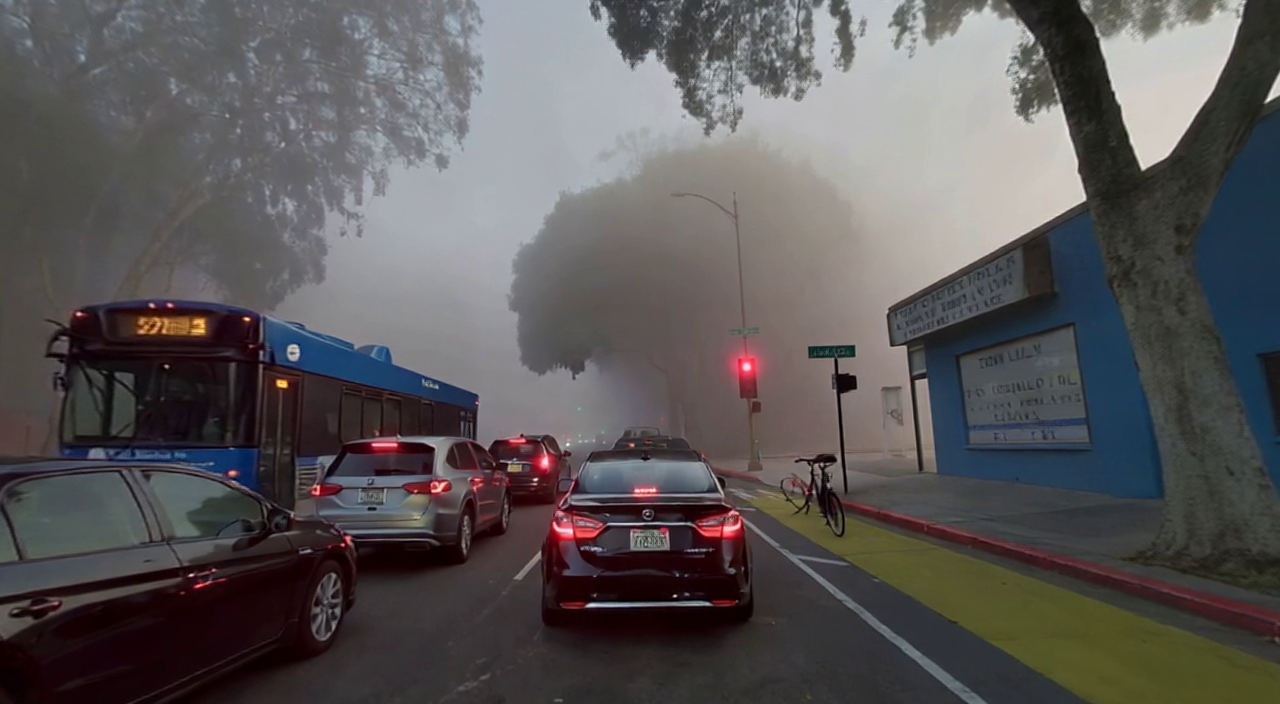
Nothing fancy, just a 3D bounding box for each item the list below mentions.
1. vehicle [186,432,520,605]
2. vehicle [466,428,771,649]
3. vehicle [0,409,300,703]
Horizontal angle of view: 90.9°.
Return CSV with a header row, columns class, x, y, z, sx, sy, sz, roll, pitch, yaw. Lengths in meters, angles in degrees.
class,x,y,z,sx,sy,sz,roll,pitch,yaw
vehicle,-2.922,1.772,7.734,1.944,1.481,4.385,0,-8,1
vehicle,-0.136,1.531,6.172,2.031,1.461,3.763,0,-8,0
vehicle,-3.169,0.880,1.729,1.867,1.486,4.452,0,-8,2
